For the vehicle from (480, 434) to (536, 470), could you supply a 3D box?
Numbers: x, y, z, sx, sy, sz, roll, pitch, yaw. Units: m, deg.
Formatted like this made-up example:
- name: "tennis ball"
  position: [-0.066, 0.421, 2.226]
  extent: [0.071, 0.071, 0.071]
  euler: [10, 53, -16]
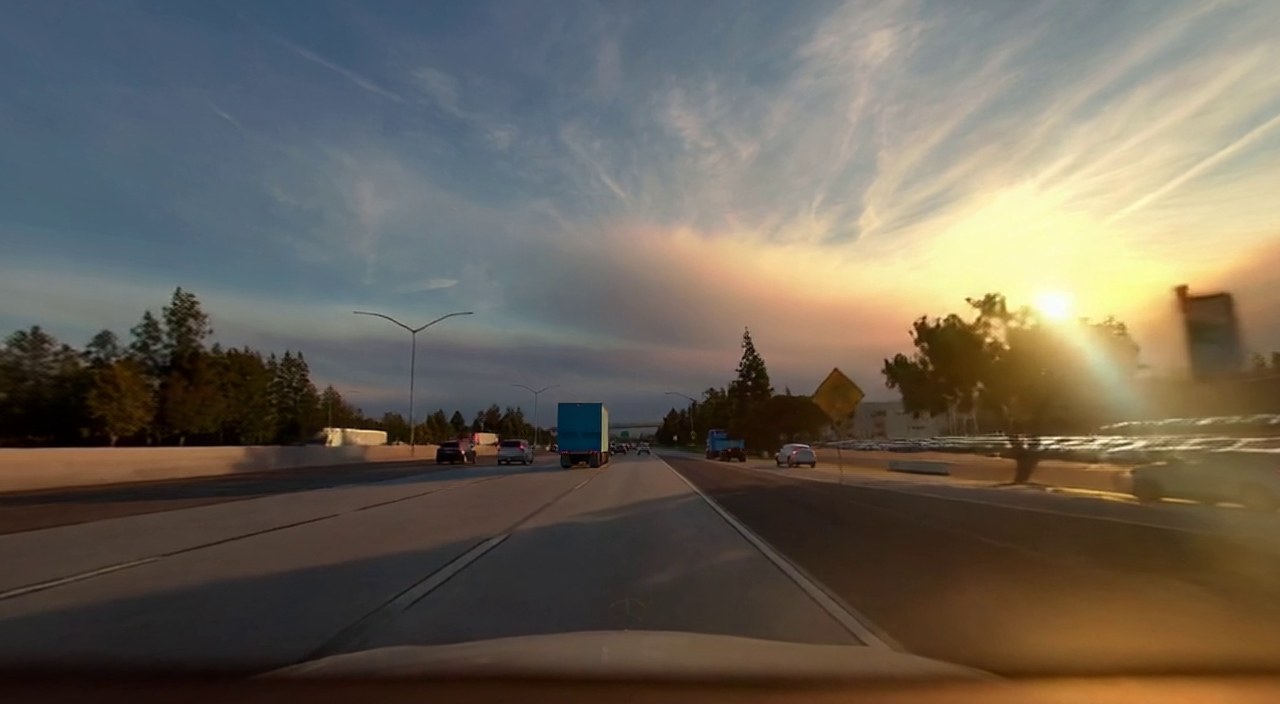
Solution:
- name: "vehicle"
  position: [-7.106, 5.424, 34.425]
  extent: [2.058, 1.840, 4.443]
  euler: [0, -8, 1]

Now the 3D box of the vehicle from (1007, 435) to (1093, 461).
- name: "vehicle"
  position: [28.298, 6.620, 43.636]
  extent: [4.586, 1.710, 1.944]
  euler: [0, -8, -2]

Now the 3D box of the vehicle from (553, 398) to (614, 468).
- name: "vehicle"
  position: [-3.540, 5.616, 43.048]
  extent: [2.905, 4.037, 12.921]
  euler: [0, -8, 0]

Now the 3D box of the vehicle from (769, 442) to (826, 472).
- name: "vehicle"
  position: [9.783, 6.540, 39.521]
  extent: [2.083, 1.706, 4.129]
  euler: [1, -8, -6]

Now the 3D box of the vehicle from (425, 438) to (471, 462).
- name: "vehicle"
  position: [-14.348, 7.380, 47.459]
  extent: [1.997, 1.695, 4.492]
  euler: [0, -8, 1]

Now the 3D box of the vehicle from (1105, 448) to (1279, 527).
- name: "vehicle"
  position: [13.464, 2.942, 14.140]
  extent: [2.022, 1.505, 4.786]
  euler: [1, -8, -7]
